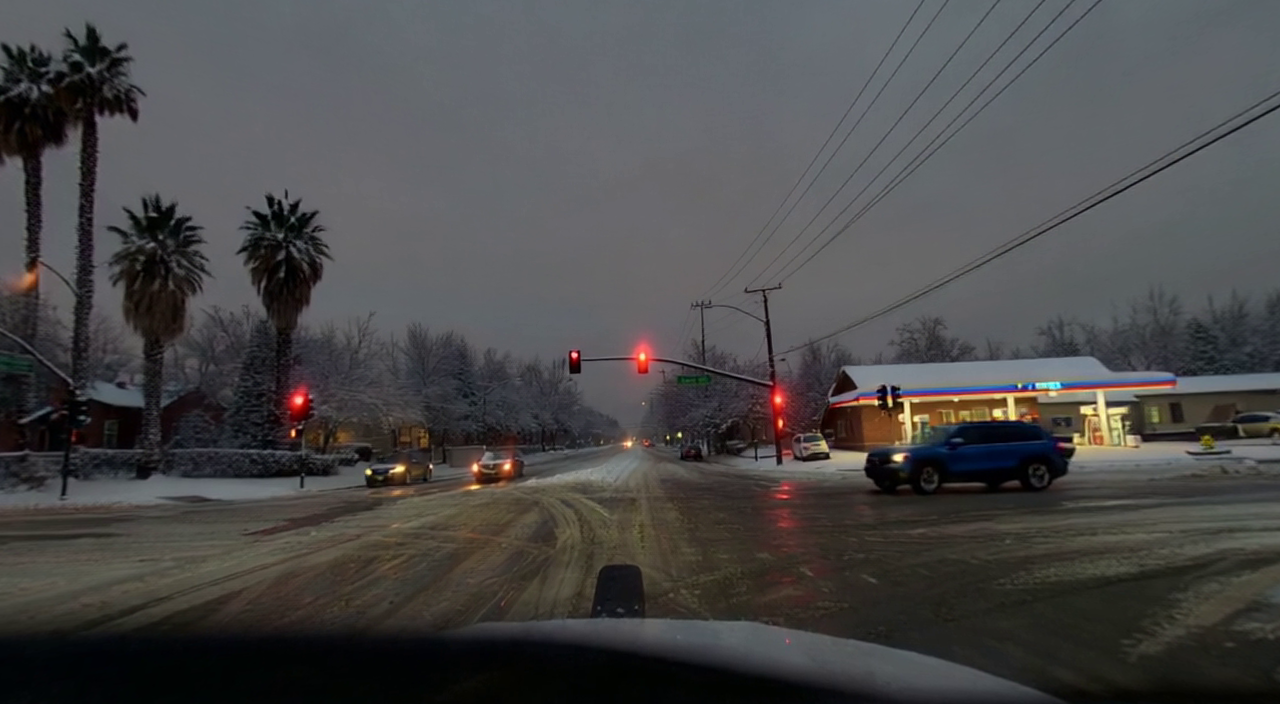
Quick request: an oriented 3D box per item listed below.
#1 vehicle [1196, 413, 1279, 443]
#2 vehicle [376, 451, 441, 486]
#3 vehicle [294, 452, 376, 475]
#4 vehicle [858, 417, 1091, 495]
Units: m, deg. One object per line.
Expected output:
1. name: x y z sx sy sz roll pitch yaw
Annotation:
1. vehicle: 38.301 4.789 39.971 4.488 1.447 1.765 -5 -8 -1
2. vehicle: -13.050 6.553 35.945 2.009 1.777 4.559 0 -9 -1
3. vehicle: -20.943 7.672 43.516 4.672 1.469 1.816 -1 -9 -2
4. vehicle: 8.500 2.638 16.266 5.086 1.817 1.952 1 -9 -11
